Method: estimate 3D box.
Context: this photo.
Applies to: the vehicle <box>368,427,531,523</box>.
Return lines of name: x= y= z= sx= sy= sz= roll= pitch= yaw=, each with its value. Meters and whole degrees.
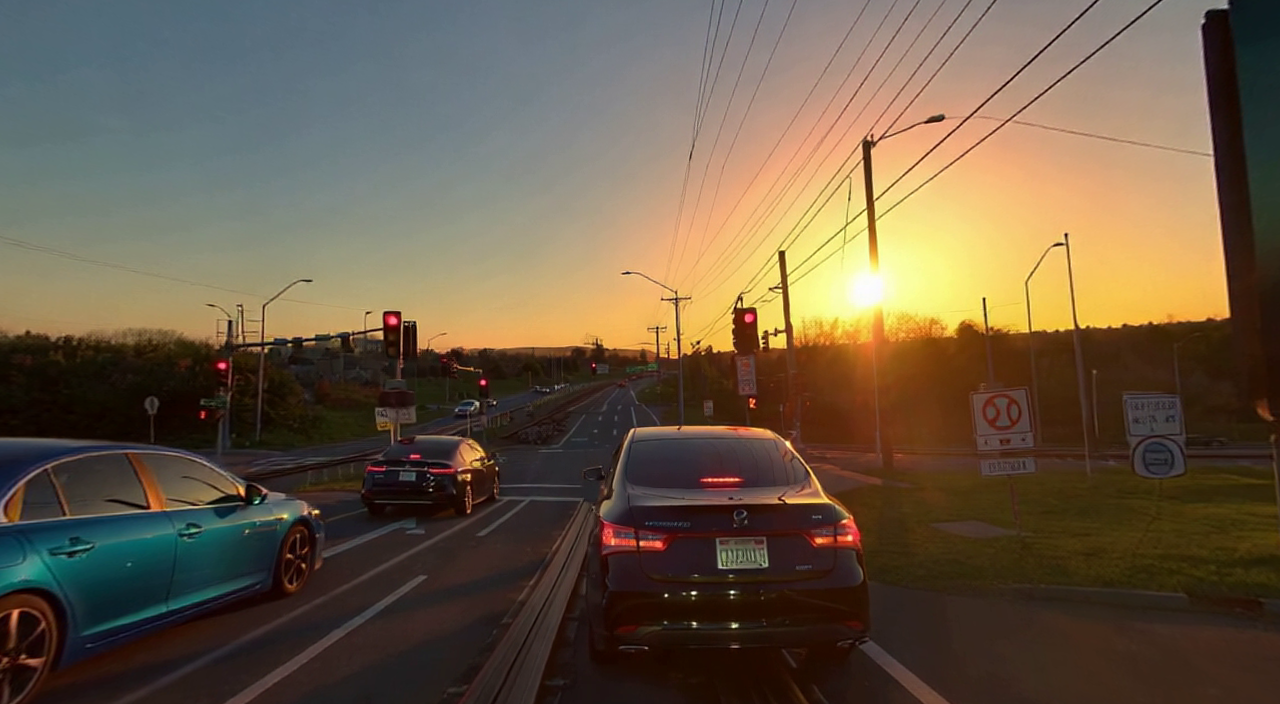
vehicle: x=-3.361 y=2.253 z=12.075 sx=1.984 sy=1.505 sz=4.047 roll=0 pitch=-9 yaw=-2

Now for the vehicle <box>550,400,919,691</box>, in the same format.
vehicle: x=0.402 y=1.327 z=5.448 sx=1.998 sy=1.529 sz=3.960 roll=1 pitch=-9 yaw=-3

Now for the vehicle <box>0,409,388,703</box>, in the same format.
vehicle: x=-3.717 y=1.256 z=4.511 sx=1.956 sy=1.468 sz=4.585 roll=0 pitch=-9 yaw=0
